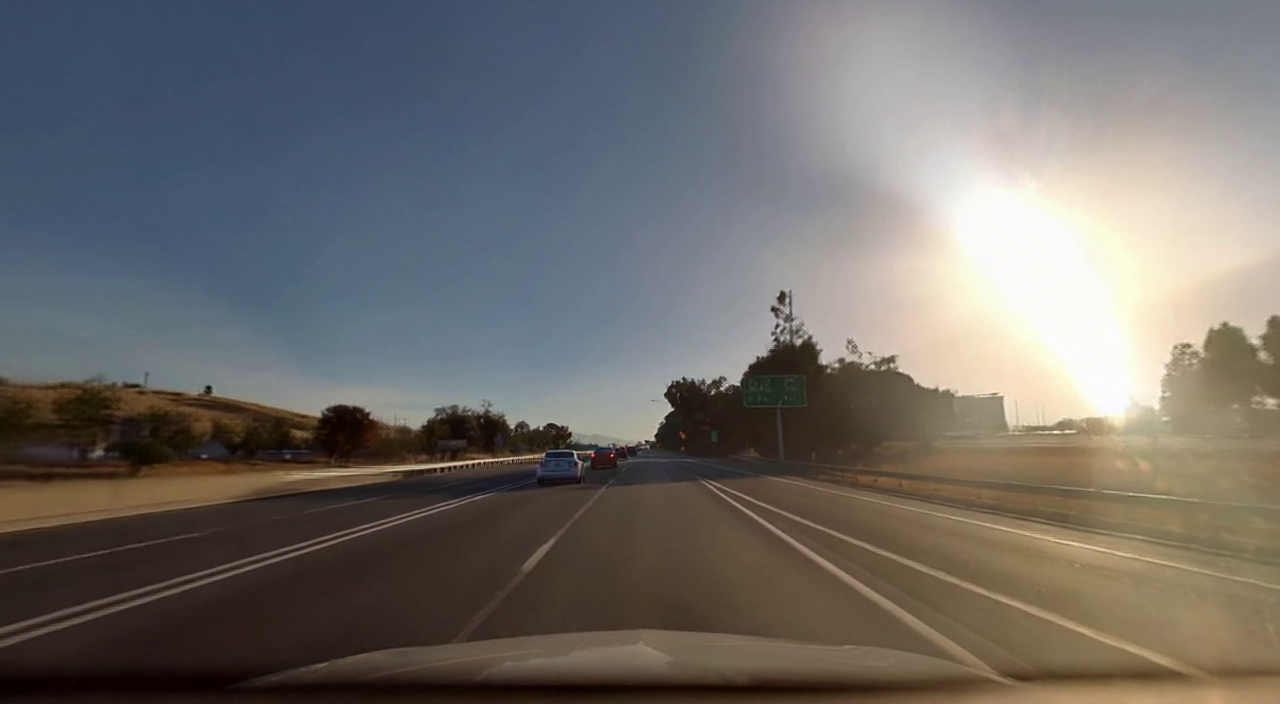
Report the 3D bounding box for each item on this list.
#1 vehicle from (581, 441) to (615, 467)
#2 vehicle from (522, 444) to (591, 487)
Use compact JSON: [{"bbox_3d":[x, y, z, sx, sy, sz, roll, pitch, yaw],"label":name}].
[{"bbox_3d":[-3.076,7.614,47.093,2.177,1.852,4.427,0,-9,1],"label":"vehicle"},{"bbox_3d":[-3.219,4.504,25.340,2.044,1.527,4.607,0,-9,1],"label":"vehicle"}]
